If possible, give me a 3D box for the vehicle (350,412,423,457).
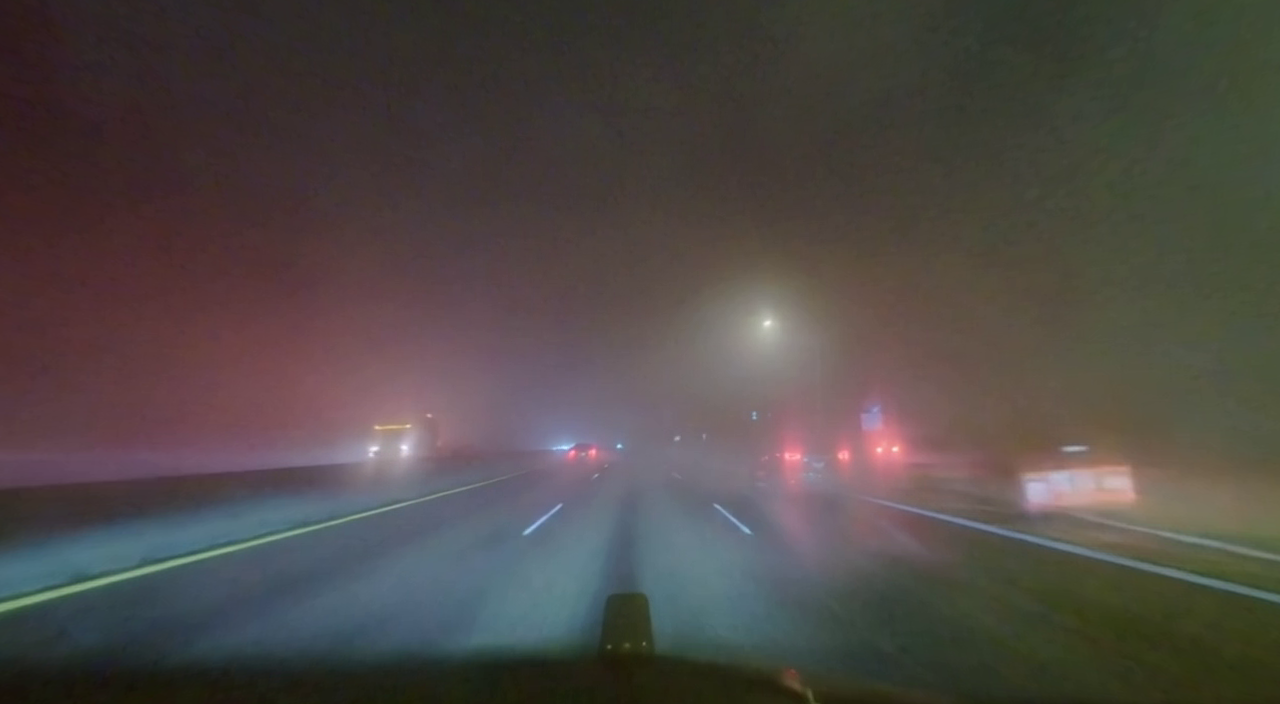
[{"bbox_3d":[-16.811,5.582,42.180,2.381,2.780,6.049,0,-8,0],"label":"vehicle"}]

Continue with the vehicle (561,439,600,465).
[{"bbox_3d":[-3.897,6.671,42.263,2.160,1.608,5.012,0,-8,0],"label":"vehicle"}]
